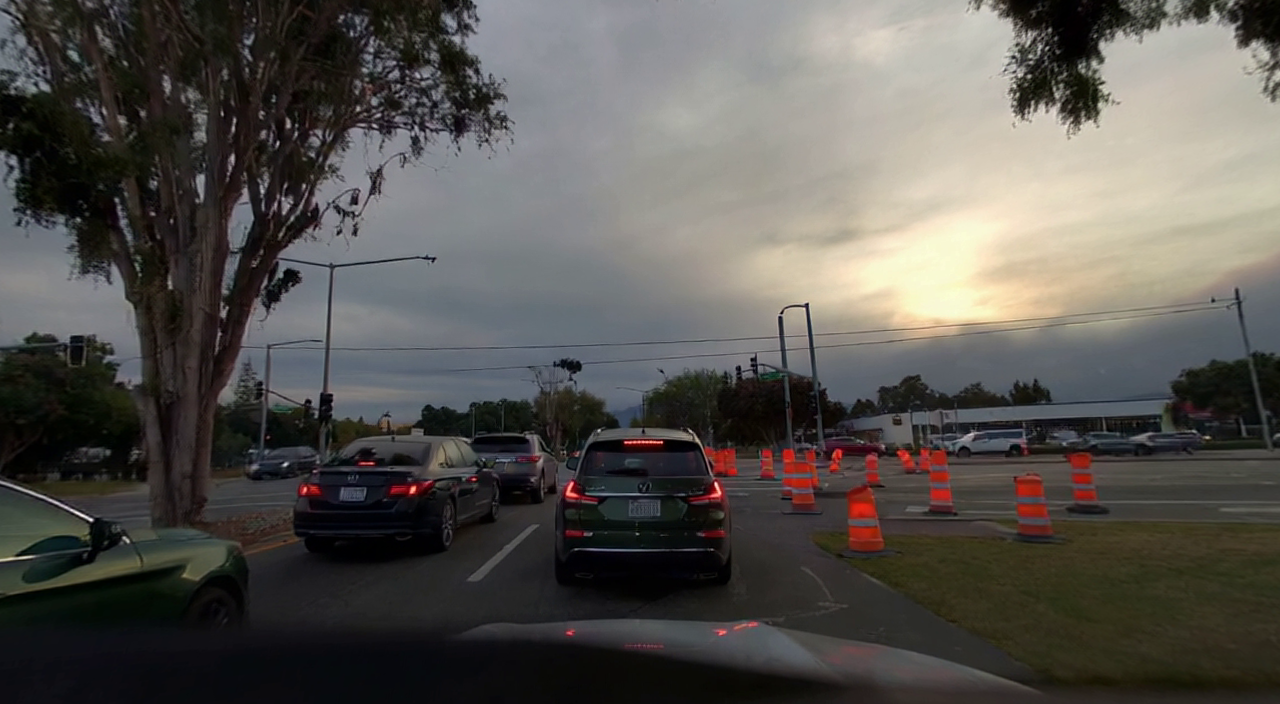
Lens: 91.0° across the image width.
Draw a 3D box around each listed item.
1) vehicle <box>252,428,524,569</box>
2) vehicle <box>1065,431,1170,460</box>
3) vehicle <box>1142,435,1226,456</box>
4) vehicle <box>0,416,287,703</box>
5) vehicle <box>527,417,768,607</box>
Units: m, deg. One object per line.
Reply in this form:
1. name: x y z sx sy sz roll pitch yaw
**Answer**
1. vehicle: -3.274 1.999 9.439 1.989 1.541 4.626 0 -9 2
2. vehicle: 30.904 6.090 40.901 5.043 1.759 2.085 0 -9 2
3. vehicle: 40.730 7.043 47.202 4.581 1.480 1.752 1 -9 0
4. vehicle: -3.596 0.946 2.146 1.964 1.497 4.722 0 -9 1
5. vehicle: 0.107 1.625 7.205 2.021 1.560 3.676 0 -9 1
